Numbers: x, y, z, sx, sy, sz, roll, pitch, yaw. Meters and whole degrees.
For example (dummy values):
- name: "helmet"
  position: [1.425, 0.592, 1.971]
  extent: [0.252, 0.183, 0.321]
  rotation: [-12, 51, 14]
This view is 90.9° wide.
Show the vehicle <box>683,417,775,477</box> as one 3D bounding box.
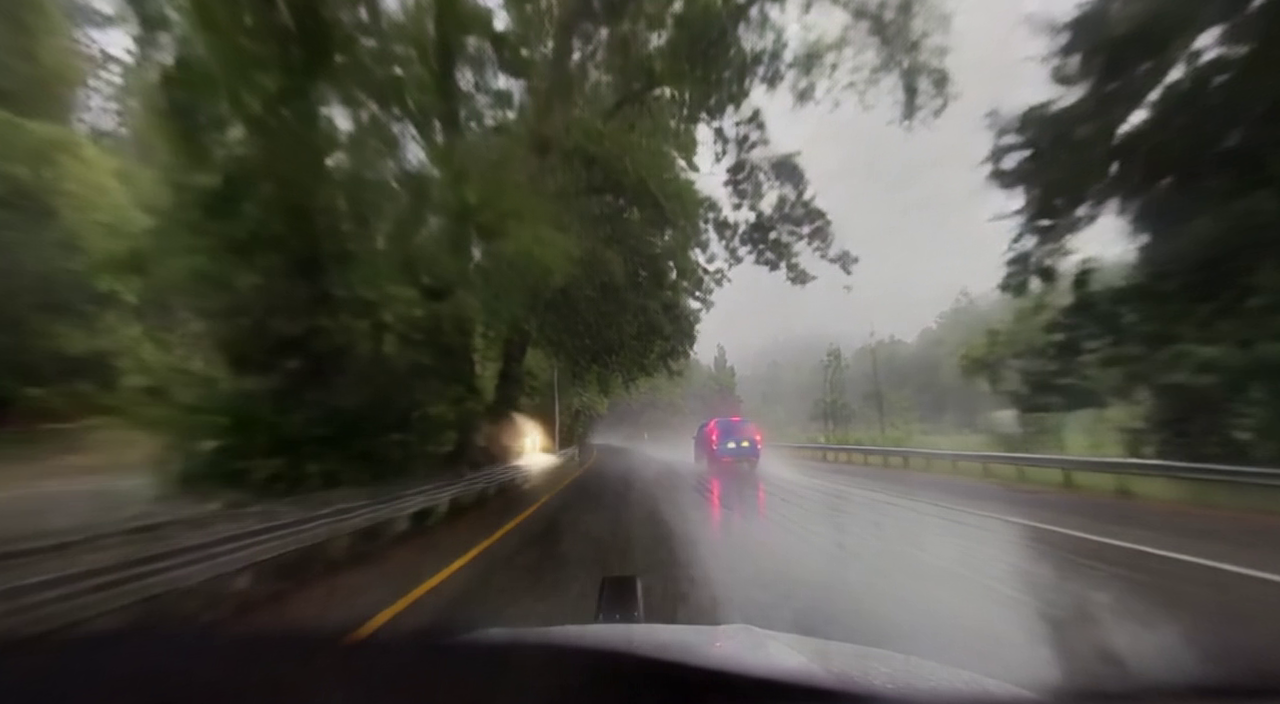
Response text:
- name: "vehicle"
  position: [2.842, 3.152, 21.261]
  extent: [2.240, 1.801, 4.545]
  rotation: [0, -8, -3]
